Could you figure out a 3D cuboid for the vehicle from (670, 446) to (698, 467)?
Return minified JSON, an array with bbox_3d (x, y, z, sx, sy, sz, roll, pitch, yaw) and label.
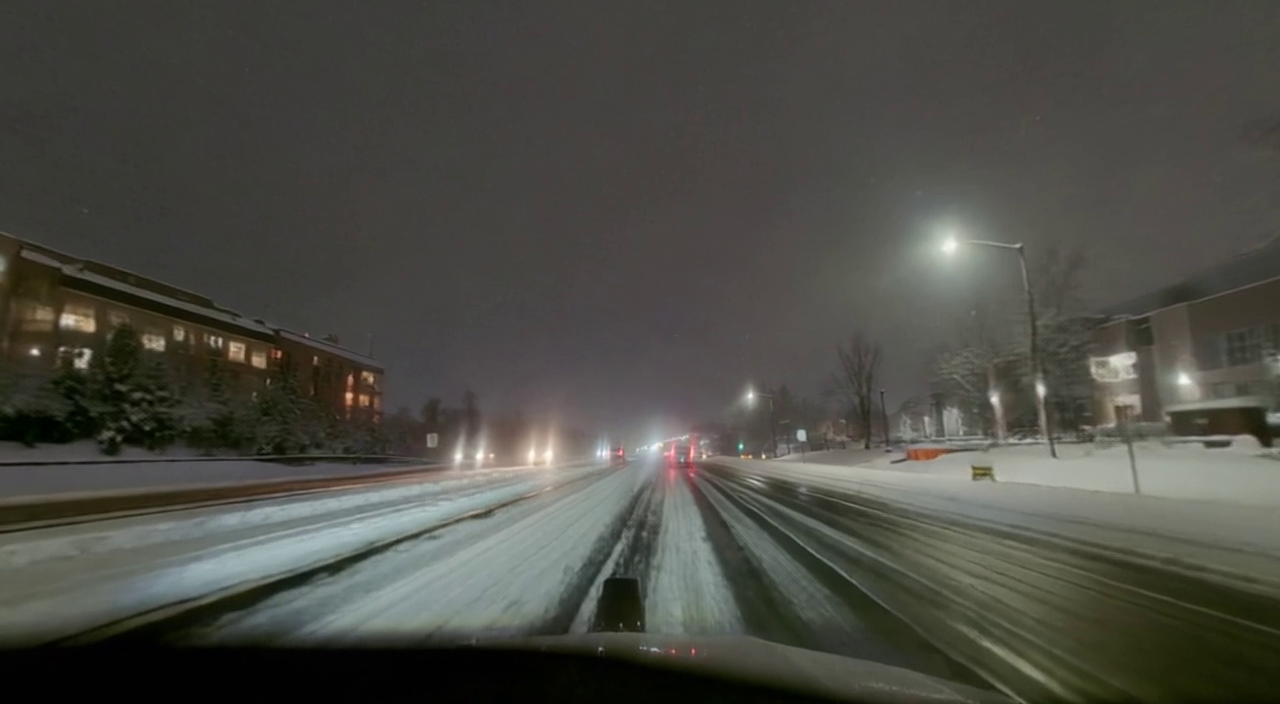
[{"bbox_3d":[3.437,8.233,49.883,1.974,1.557,4.479,0,-9,1],"label":"vehicle"}]
